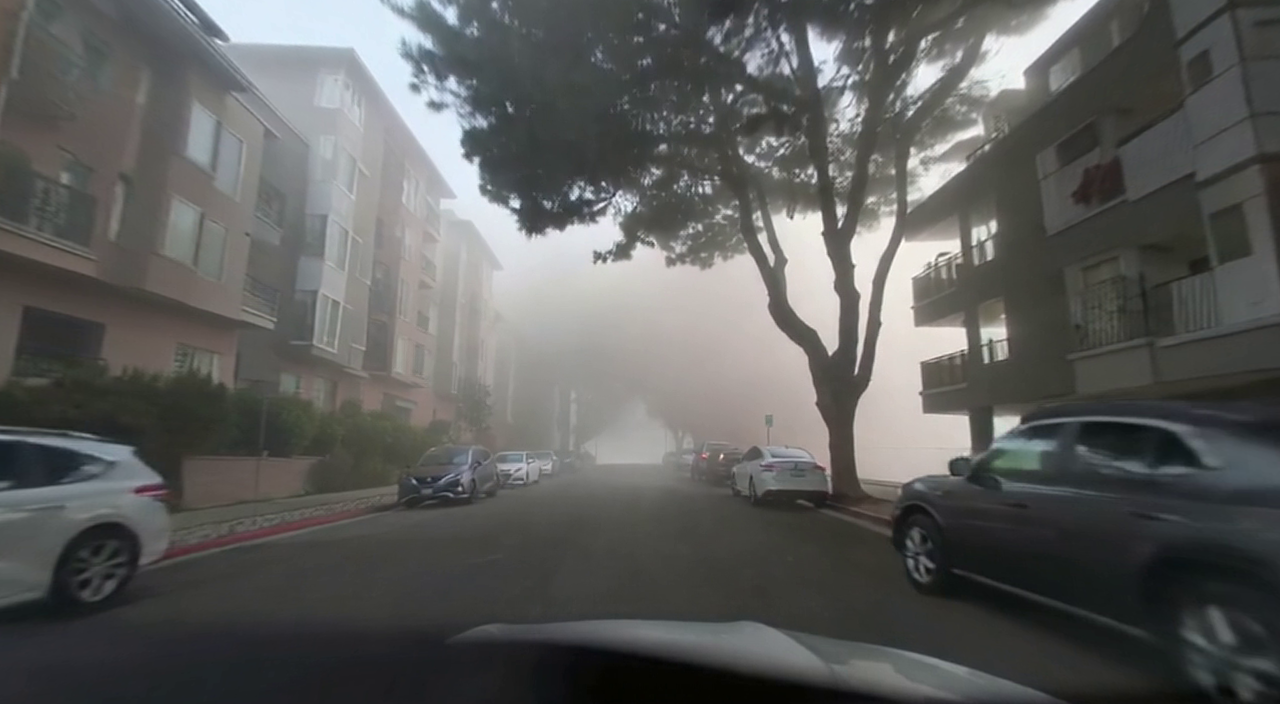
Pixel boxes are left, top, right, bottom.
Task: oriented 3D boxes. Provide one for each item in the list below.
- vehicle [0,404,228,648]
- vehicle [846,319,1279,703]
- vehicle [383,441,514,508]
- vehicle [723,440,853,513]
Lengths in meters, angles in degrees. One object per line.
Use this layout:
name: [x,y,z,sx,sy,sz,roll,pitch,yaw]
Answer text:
vehicle: [-5.650,1.178,4.045,2.122,1.722,5.662,-1,-9,1]
vehicle: [3.945,1.213,4.922,2.473,1.895,6.050,0,-10,-2]
vehicle: [-5.576,3.629,19.308,2.222,1.735,5.215,-1,-8,2]
vehicle: [3.824,3.309,17.448,2.187,1.699,5.038,0,-8,-2]
